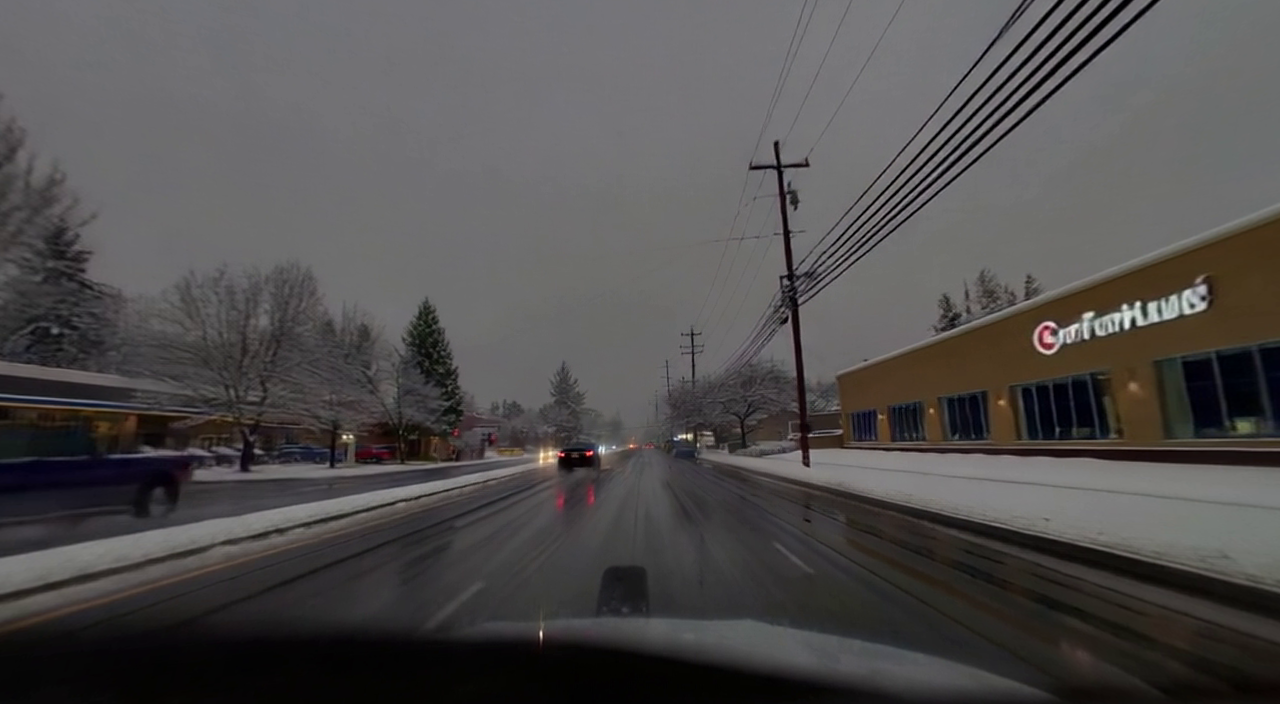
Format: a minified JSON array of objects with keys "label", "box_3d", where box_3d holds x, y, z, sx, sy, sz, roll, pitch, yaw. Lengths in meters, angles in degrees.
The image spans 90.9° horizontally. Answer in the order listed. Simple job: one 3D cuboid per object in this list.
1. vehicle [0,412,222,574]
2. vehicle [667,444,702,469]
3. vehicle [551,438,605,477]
[{"label":"vehicle","box_3d":[-8.078,1.729,8.043,2.009,1.773,4.925,0,-9,1]},{"label":"vehicle","box_3d":[2.659,6.406,38.721,1.978,1.455,4.195,0,-9,2]},{"label":"vehicle","box_3d":[-2.795,4.873,29.222,2.047,1.664,4.148,0,-9,0]}]
